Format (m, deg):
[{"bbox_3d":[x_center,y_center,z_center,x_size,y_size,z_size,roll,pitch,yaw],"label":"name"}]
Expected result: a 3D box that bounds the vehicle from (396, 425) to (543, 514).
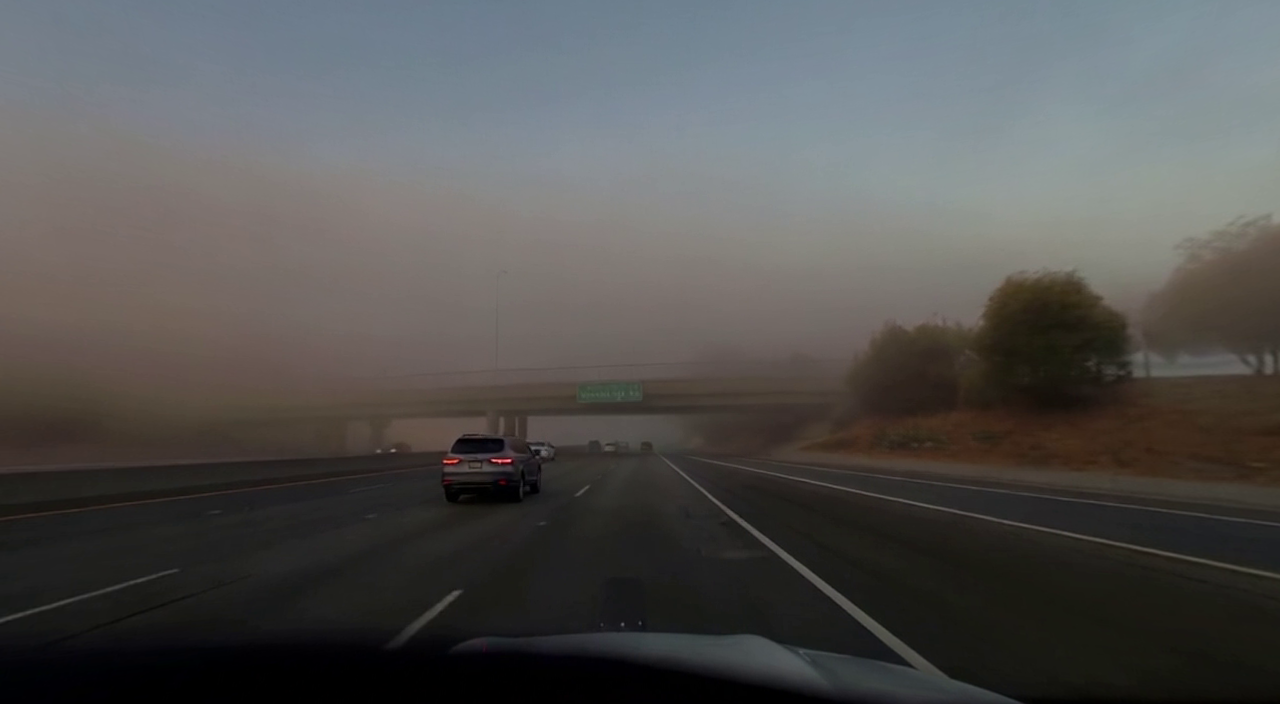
[{"bbox_3d":[-3.661,2.606,14.436,2.048,1.705,4.384,0,-8,1],"label":"vehicle"}]
